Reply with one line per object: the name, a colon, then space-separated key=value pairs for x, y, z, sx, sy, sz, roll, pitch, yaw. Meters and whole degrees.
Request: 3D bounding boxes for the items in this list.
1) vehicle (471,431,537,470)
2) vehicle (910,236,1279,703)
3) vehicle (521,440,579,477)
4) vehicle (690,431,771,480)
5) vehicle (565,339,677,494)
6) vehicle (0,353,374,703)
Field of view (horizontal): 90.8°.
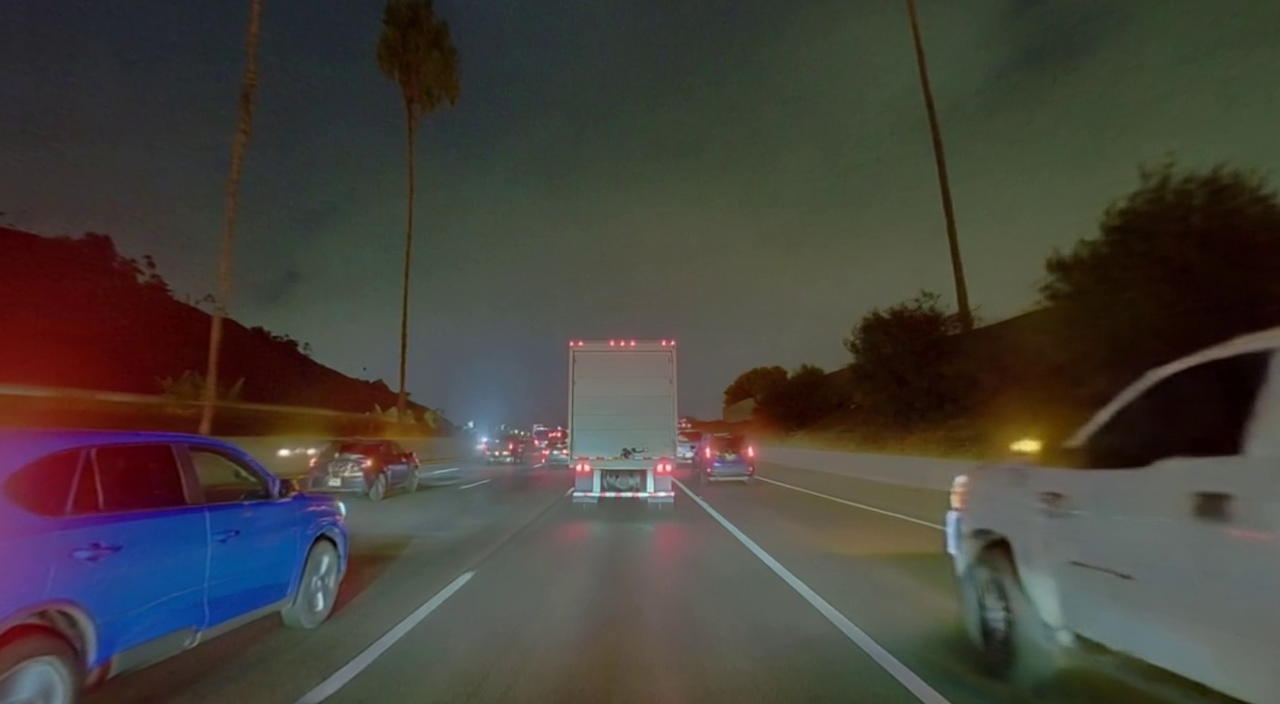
vehicle: x=-7.384 y=5.431 z=34.900 sx=2.344 sy=1.954 sz=5.579 roll=0 pitch=-9 yaw=1
vehicle: x=2.633 y=0.517 z=0.802 sx=2.098 sy=1.827 sz=5.538 roll=0 pitch=-9 yaw=0
vehicle: x=-3.864 y=4.636 z=27.787 sx=1.874 sy=1.475 sz=4.328 roll=0 pitch=-9 yaw=0
vehicle: x=2.870 y=3.415 z=20.988 sx=1.859 sy=1.416 sz=4.695 roll=0 pitch=-9 yaw=-2
vehicle: x=-0.451 y=2.459 z=21.882 sx=2.906 sy=4.040 sz=10.743 roll=0 pitch=-9 yaw=1
vehicle: x=-3.255 y=1.020 z=3.420 sx=1.885 sy=1.654 sz=4.103 roll=0 pitch=-9 yaw=-1
